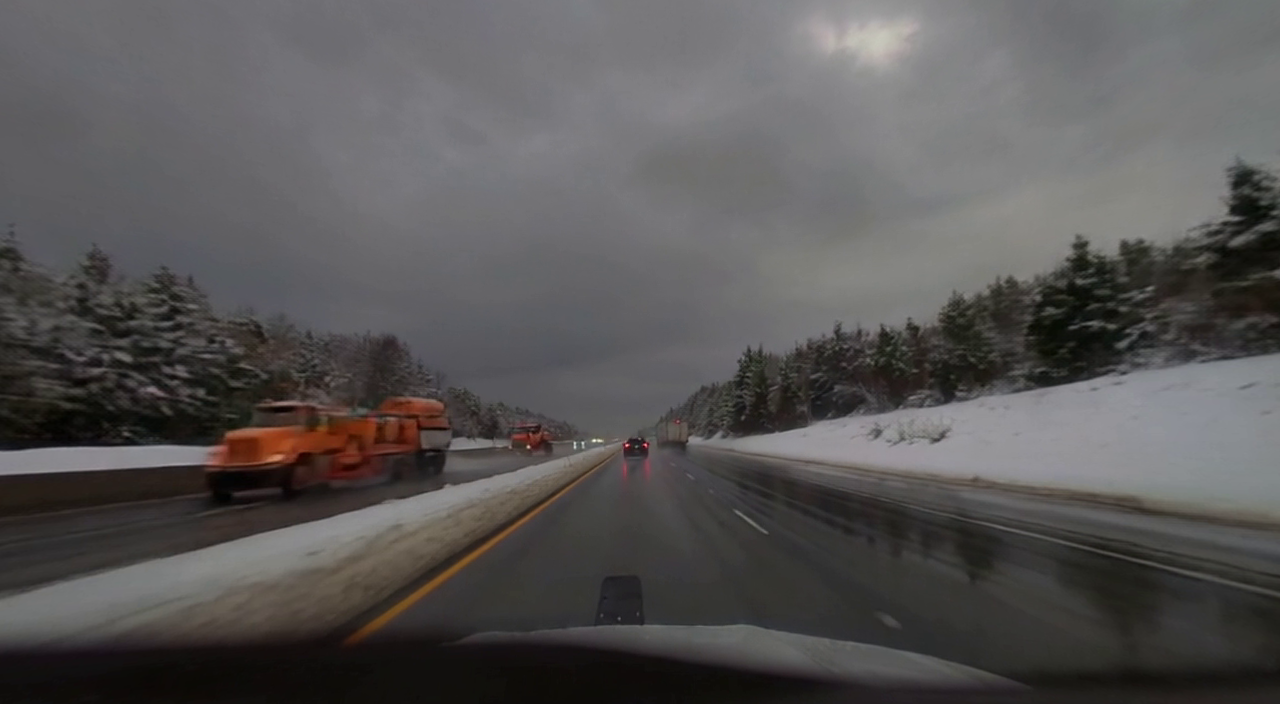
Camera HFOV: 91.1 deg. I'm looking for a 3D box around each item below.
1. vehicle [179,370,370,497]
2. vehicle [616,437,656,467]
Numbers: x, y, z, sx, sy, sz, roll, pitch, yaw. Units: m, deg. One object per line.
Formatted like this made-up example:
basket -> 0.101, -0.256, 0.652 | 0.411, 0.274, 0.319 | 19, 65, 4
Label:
vehicle -> -13.002, 3.031, 23.216 | 3.010, 3.976, 6.420 | -1, -8, 1
vehicle -> -0.185, 5.305, 33.651 | 2.004, 1.472, 4.075 | 0, -8, 0
